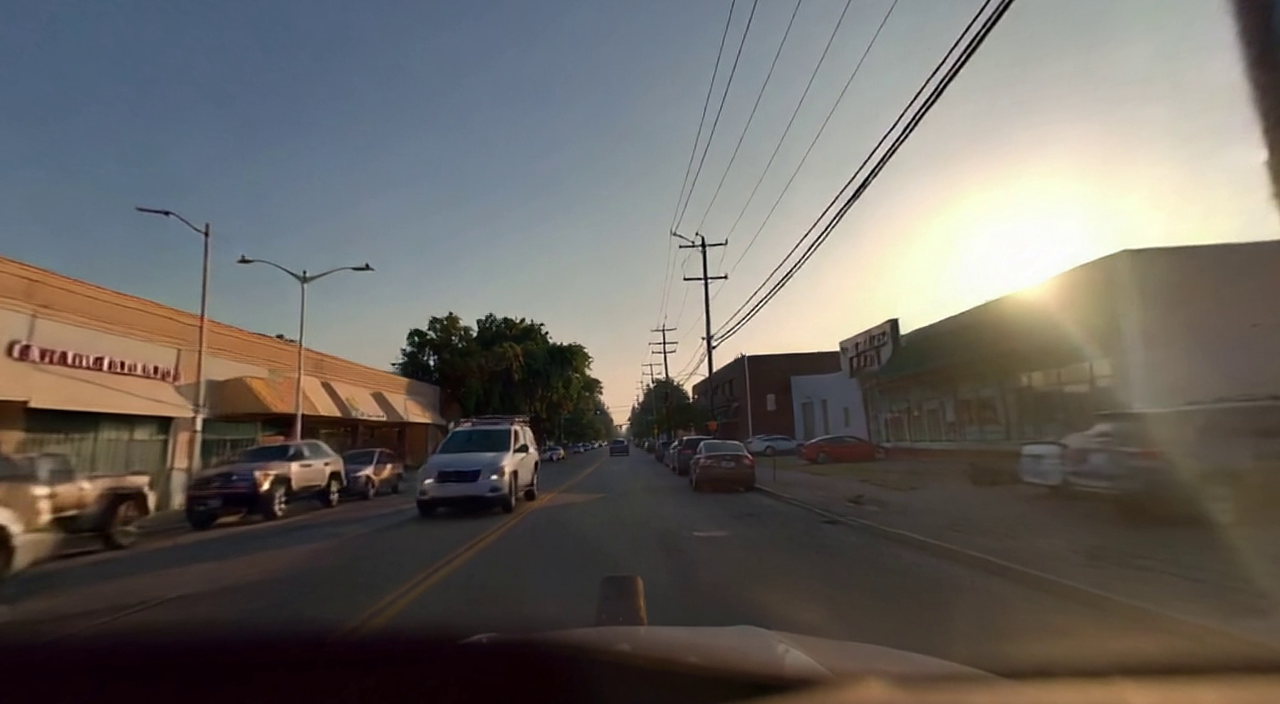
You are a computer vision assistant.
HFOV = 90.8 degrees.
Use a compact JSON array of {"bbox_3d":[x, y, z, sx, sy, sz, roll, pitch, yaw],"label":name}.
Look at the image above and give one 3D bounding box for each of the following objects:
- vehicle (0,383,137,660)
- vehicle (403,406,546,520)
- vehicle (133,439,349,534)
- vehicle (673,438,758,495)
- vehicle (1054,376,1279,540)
[{"bbox_3d":[-5.578,1.082,3.458,2.152,1.918,4.217,-2,-8,0],"label":"vehicle"},{"bbox_3d":[-3.371,2.374,13.908,2.115,2.065,4.452,0,-9,-3],"label":"vehicle"},{"bbox_3d":[-9.195,3.062,15.316,1.862,1.851,5.360,0,-8,-2],"label":"vehicle"},{"bbox_3d":[2.315,3.415,19.441,2.261,1.503,4.695,-1,-8,7],"label":"vehicle"},{"bbox_3d":[9.852,1.549,9.352,5.684,2.112,2.321,0,-9,2],"label":"vehicle"}]
